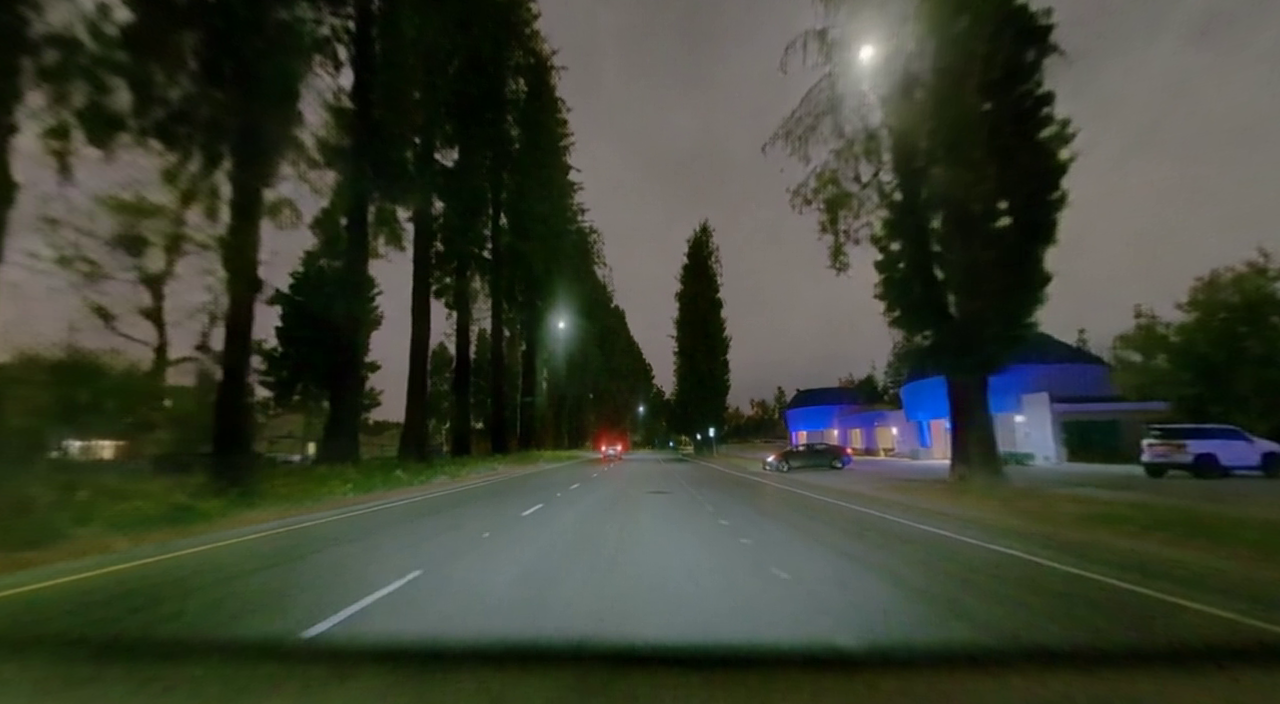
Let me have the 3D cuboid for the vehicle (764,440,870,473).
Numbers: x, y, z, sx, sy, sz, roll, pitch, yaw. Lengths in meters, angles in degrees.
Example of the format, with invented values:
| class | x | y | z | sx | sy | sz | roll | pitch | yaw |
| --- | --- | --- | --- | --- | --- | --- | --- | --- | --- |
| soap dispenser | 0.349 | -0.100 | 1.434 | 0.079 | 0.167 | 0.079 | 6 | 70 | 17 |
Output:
| class | x | y | z | sx | sy | sz | roll | pitch | yaw |
| --- | --- | --- | --- | --- | --- | --- | --- | --- | --- |
| vehicle | 8.344 | 4.987 | 30.111 | 4.575 | 1.514 | 1.932 | -1 | -9 | 8 |

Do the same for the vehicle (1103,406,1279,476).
| class | x | y | z | sx | sy | sz | roll | pitch | yaw |
| --- | --- | --- | --- | --- | --- | --- | --- | --- | --- |
| vehicle | 17.473 | 2.762 | 19.447 | 2.094 | 1.813 | 5.789 | 0 | -9 | 2 |
